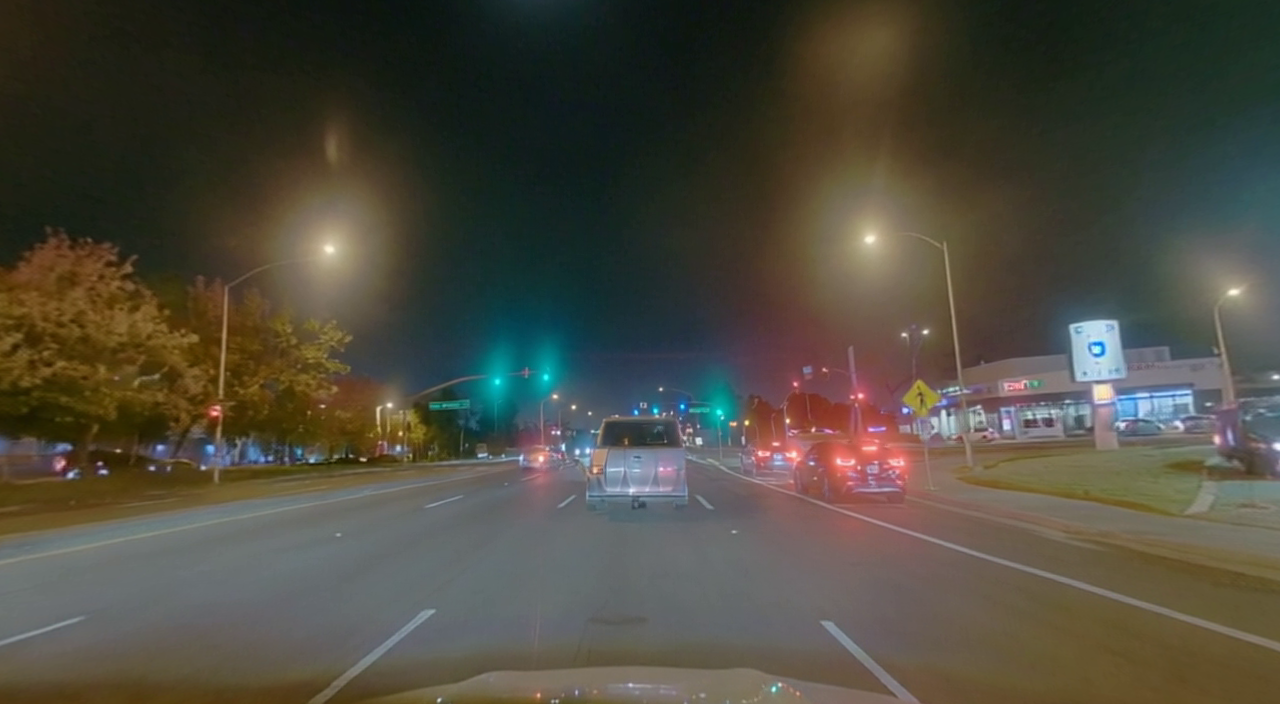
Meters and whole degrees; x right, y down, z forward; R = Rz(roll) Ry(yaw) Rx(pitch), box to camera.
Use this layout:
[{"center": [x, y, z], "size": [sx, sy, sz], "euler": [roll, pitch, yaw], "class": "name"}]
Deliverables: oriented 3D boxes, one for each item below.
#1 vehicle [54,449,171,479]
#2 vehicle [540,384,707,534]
[{"center": [-36.084, 7.669, 43.168], "size": [5.755, 1.945, 2.403], "euler": [0, -8, -1], "class": "vehicle"}, {"center": [-0.388, 1.934, 11.909], "size": [2.350, 2.122, 5.801], "euler": [0, -8, -3], "class": "vehicle"}]
